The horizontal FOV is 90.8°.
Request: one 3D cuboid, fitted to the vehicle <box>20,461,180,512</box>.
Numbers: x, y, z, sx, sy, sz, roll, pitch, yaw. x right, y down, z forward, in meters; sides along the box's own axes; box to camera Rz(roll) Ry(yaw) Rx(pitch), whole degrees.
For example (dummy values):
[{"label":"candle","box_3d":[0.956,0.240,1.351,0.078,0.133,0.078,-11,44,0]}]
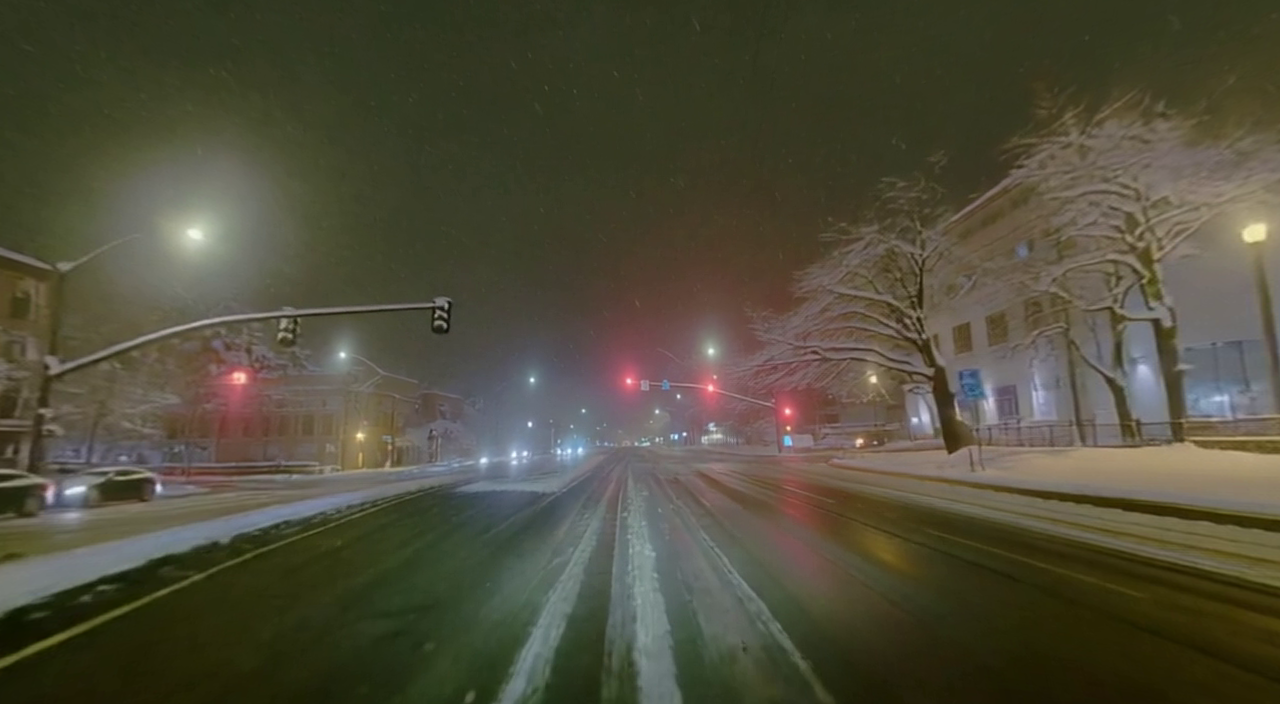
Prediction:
[{"label":"vehicle","box_3d":[-19.648,4.863,23.325,1.911,1.458,4.547,-1,-7,0]}]
